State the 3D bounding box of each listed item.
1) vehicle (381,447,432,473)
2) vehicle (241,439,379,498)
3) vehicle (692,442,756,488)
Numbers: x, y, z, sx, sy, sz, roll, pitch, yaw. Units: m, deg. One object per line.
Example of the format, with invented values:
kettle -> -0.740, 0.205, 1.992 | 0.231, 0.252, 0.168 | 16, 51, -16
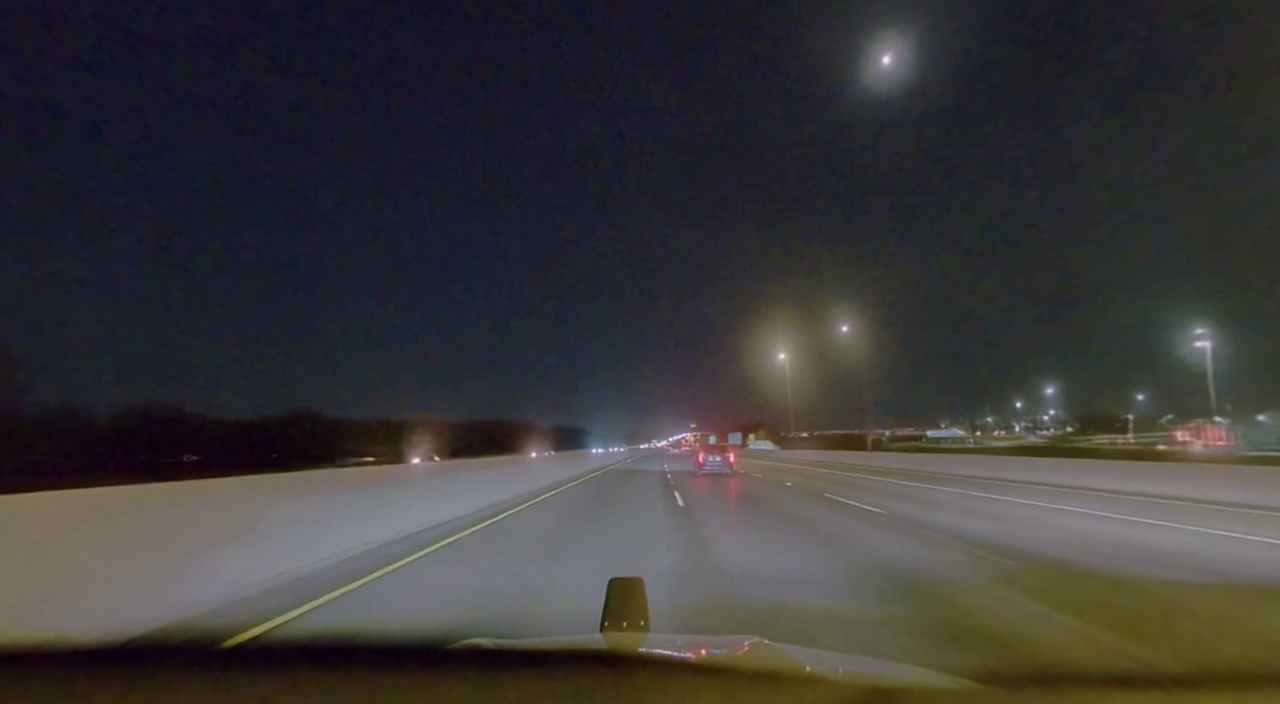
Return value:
vehicle -> -16.471, 7.611, 44.599 | 1.919, 1.632, 4.313 | -2, -8, 2
vehicle -> -9.913, 3.490, 19.379 | 1.729, 1.580, 4.432 | 0, -8, 2
vehicle -> 2.732, 3.728, 21.176 | 1.683, 1.400, 3.868 | 0, -8, 1
